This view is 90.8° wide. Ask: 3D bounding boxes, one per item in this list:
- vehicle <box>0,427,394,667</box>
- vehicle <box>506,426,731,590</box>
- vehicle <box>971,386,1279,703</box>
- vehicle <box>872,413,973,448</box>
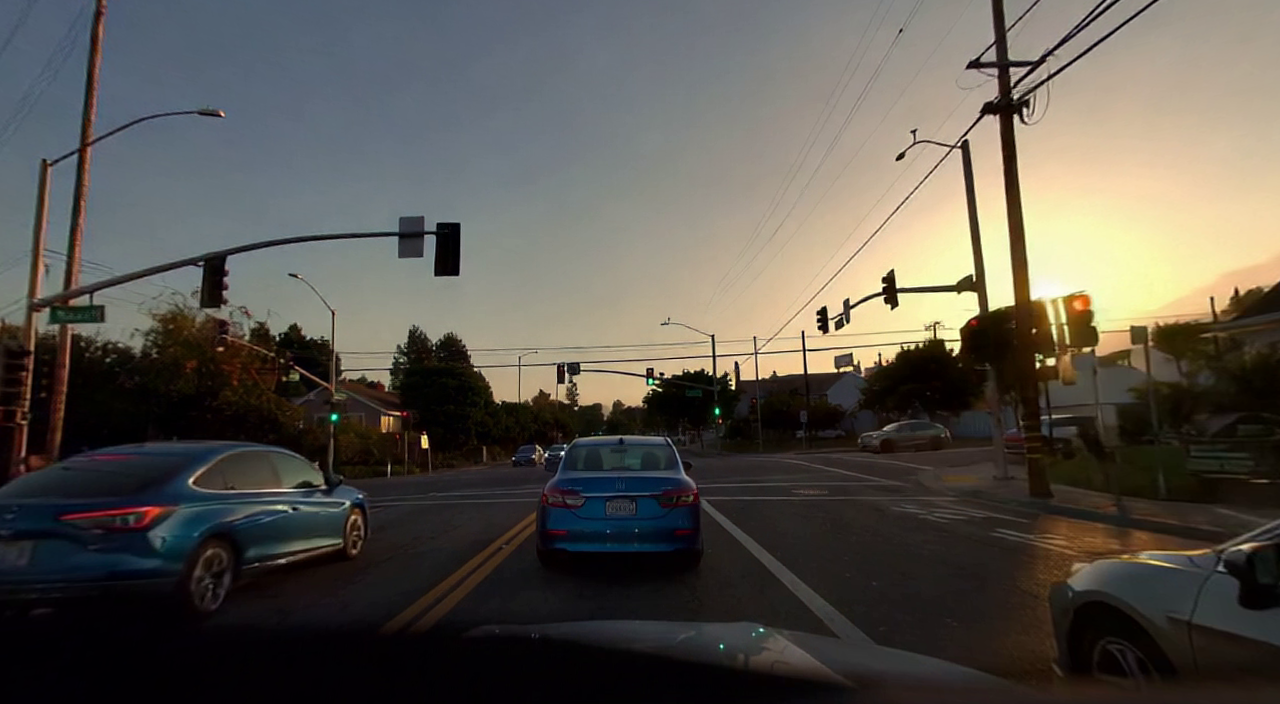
[{"bbox_3d":[-4.384,1.551,6.212,2.106,1.492,4.312,0,-8,1],"label":"vehicle"},{"bbox_3d":[-0.222,1.749,7.972,2.061,1.485,4.196,0,-8,-1],"label":"vehicle"},{"bbox_3d":[2.921,0.848,1.866,1.860,1.494,3.707,0,-8,0],"label":"vehicle"},{"bbox_3d":[15.116,4.239,33.990,4.431,1.555,1.886,-4,-9,2],"label":"vehicle"}]
